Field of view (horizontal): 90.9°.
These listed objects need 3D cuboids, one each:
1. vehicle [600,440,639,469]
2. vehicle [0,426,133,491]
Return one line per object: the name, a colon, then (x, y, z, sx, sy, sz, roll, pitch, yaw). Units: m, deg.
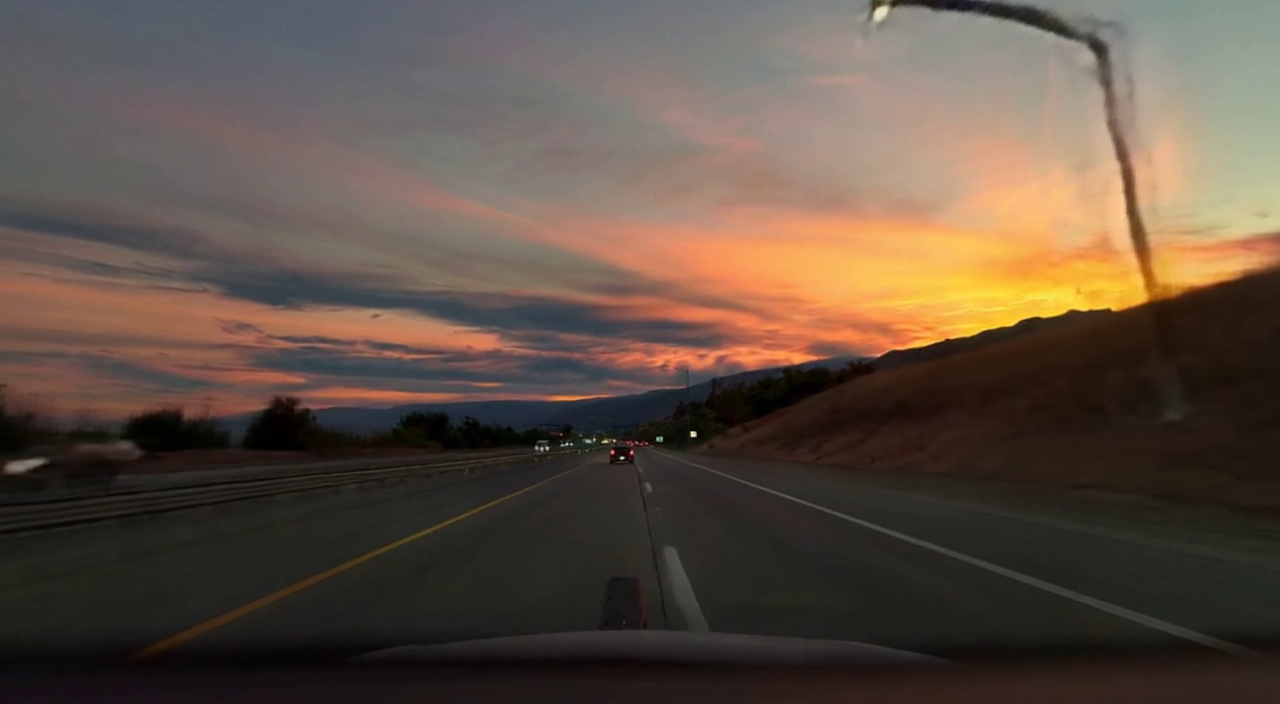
vehicle: (-1.097, 5.591, 34.518, 1.991, 1.475, 4.302, 0, -8, -2)
vehicle: (-20.604, 3.539, 21.130, 2.248, 1.954, 5.866, 0, -8, 1)
